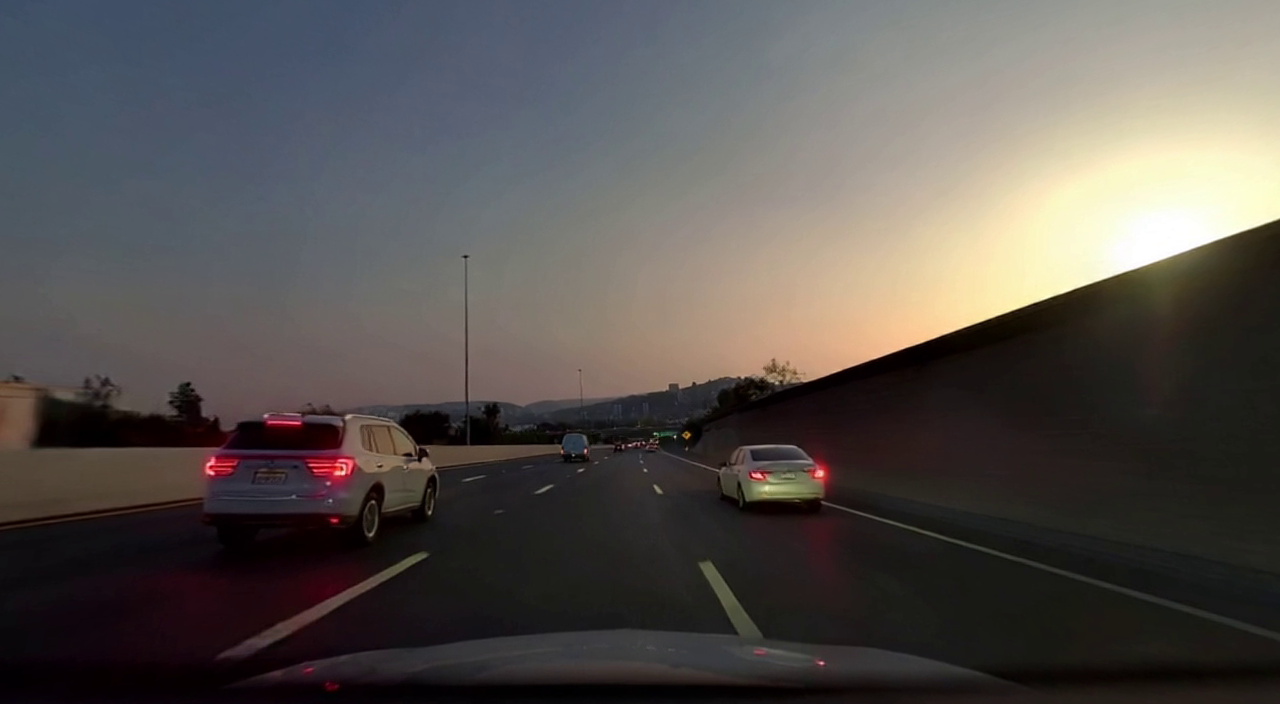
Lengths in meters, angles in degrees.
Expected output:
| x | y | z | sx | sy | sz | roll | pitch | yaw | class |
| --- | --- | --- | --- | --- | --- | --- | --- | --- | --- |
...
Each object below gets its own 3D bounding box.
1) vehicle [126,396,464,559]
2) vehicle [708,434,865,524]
| x | y | z | sx | sy | sz | roll | pitch | yaw | class |
| --- | --- | --- | --- | --- | --- | --- | --- | --- | --- |
| -4.773 | 1.876 | 10.125 | 2.285 | 1.853 | 5.564 | 0 | -9 | 0 | vehicle |
| 2.794 | 2.568 | 13.328 | 2.047 | 1.532 | 4.884 | 1 | -9 | -1 | vehicle |
